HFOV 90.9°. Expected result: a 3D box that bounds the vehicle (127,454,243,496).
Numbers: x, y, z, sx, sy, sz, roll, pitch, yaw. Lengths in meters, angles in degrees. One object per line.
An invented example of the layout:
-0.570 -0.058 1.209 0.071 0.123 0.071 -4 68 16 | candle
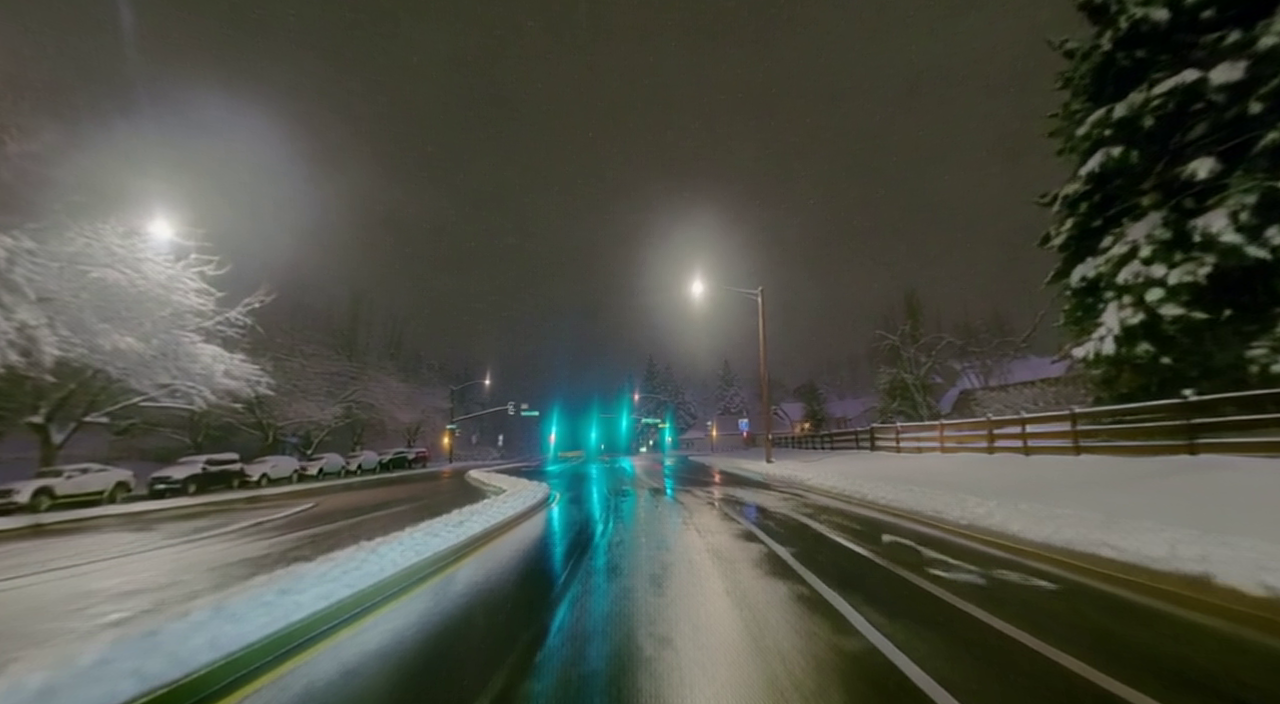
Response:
-21.631 5.840 30.251 1.974 1.704 4.628 1 -8 2 | vehicle

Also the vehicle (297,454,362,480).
-21.280 7.872 43.425 1.883 1.506 4.863 1 -8 2 | vehicle

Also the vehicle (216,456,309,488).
-21.437 6.830 36.114 1.954 1.575 5.225 0 -8 2 | vehicle

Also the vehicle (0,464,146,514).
-21.619 5.012 23.533 1.919 1.497 5.140 -1 -8 4 | vehicle
